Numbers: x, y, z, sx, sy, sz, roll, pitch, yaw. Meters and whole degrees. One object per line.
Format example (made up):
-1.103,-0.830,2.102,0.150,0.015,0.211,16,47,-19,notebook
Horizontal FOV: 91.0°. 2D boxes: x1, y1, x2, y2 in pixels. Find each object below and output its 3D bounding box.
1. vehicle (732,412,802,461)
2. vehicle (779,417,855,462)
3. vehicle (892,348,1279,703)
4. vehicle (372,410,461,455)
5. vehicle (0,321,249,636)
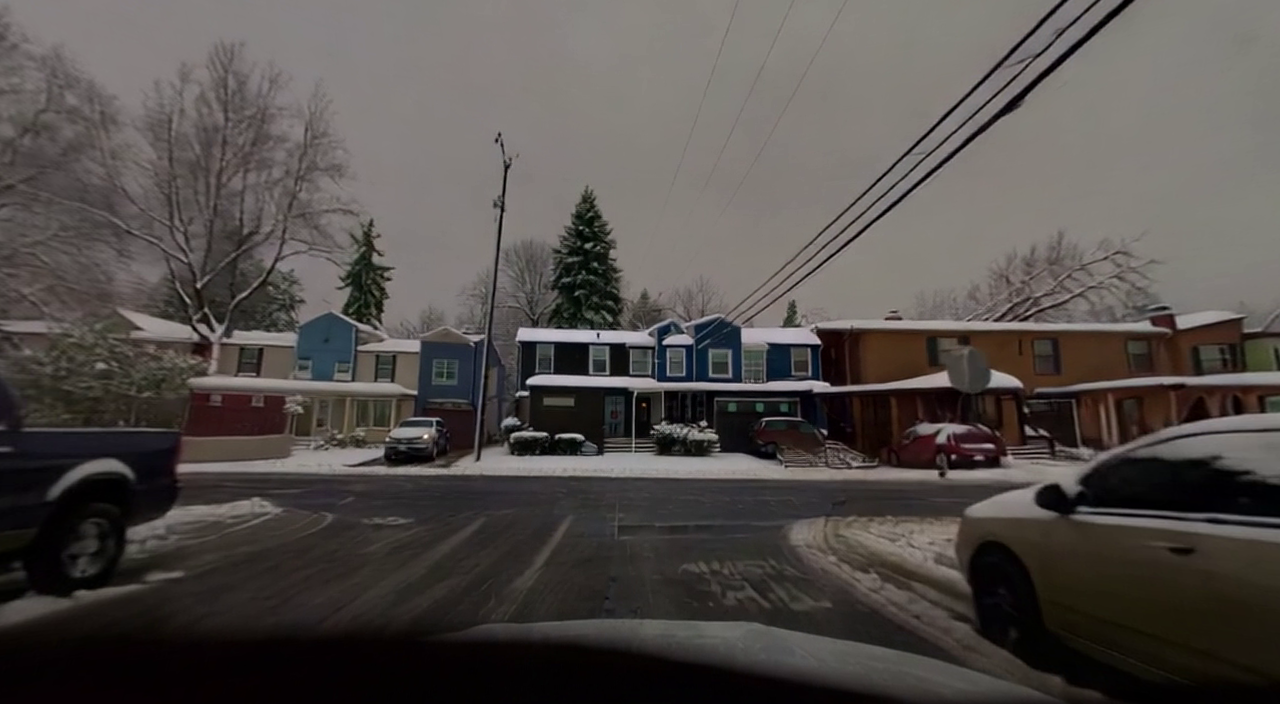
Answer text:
5.402,3.613,27.297,2.081,1.891,4.367,-1,-7,0,vehicle
7.582,3.804,27.356,2.053,1.756,4.034,-1,-8,0,vehicle
3.381,1.001,2.958,2.109,1.811,4.886,1,-9,-3,vehicle
-9.517,3.533,27.275,2.091,1.760,4.760,0,-9,0,vehicle
-5.499,0.770,3.730,2.480,2.084,6.353,1,-9,-3,vehicle
